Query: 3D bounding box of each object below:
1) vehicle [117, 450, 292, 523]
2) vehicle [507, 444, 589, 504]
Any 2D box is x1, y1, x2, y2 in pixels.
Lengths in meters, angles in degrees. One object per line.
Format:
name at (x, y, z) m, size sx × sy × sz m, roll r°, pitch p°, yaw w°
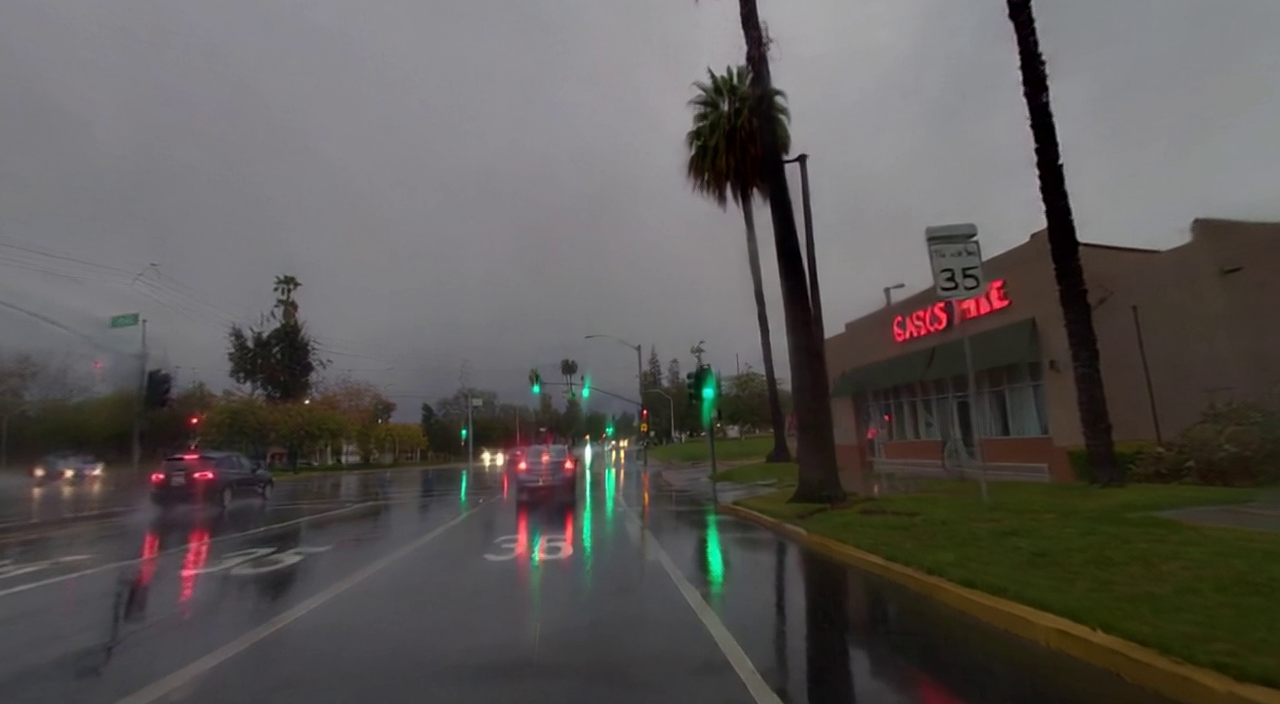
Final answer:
vehicle at (-12.459, 3.827, 18.575) m, size 2.050 × 1.811 × 4.752 m, roll 0°, pitch -9°, yaw -5°
vehicle at (-2.565, 3.466, 18.337) m, size 2.063 × 1.474 × 4.334 m, roll 0°, pitch -9°, yaw -6°
